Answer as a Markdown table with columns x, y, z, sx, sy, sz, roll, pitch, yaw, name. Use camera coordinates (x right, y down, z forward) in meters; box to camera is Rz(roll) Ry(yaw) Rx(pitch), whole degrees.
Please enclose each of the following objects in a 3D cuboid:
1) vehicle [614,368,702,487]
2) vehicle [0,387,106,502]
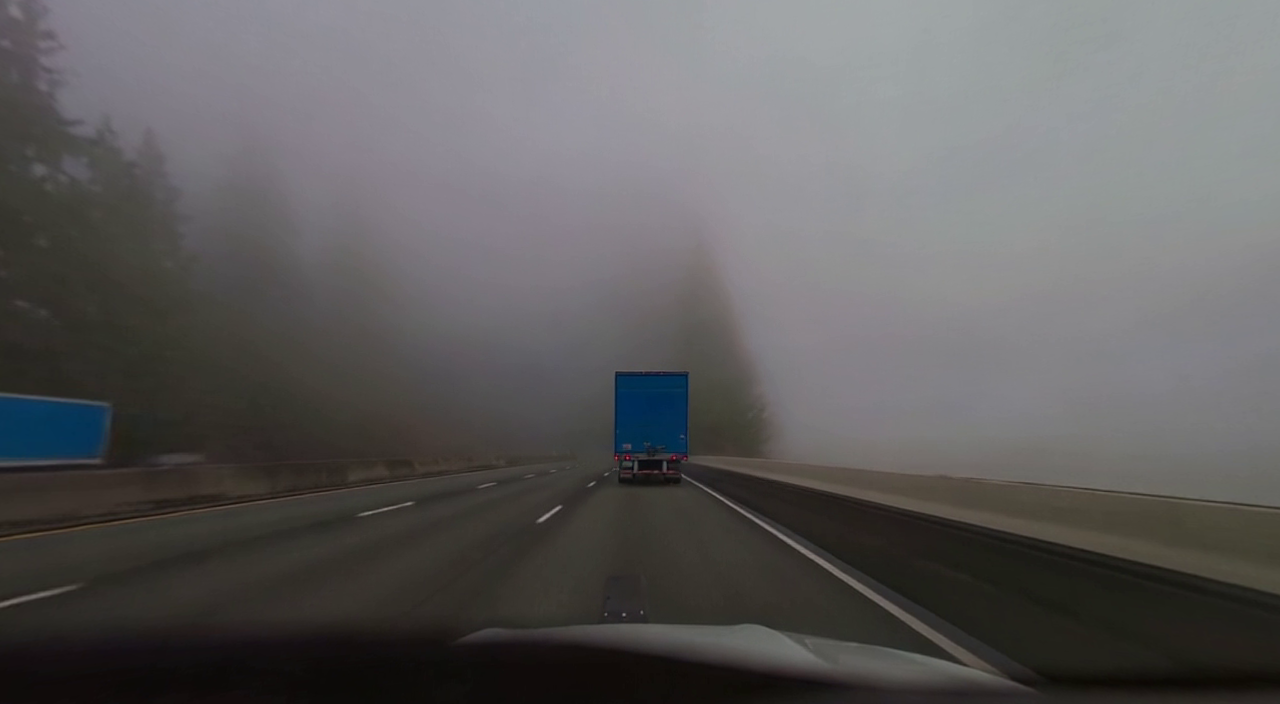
| x | y | z | sx | sy | sz | roll | pitch | yaw | name |
| --- | --- | --- | --- | --- | --- | --- | --- | --- | --- |
| 0.543 | 3.270 | 26.106 | 2.898 | 3.973 | 10.063 | 0 | -9 | -1 | vehicle |
| -23.845 | 2.754 | 18.933 | 2.911 | 3.971 | 14.598 | 0 | -9 | 0 | vehicle |
